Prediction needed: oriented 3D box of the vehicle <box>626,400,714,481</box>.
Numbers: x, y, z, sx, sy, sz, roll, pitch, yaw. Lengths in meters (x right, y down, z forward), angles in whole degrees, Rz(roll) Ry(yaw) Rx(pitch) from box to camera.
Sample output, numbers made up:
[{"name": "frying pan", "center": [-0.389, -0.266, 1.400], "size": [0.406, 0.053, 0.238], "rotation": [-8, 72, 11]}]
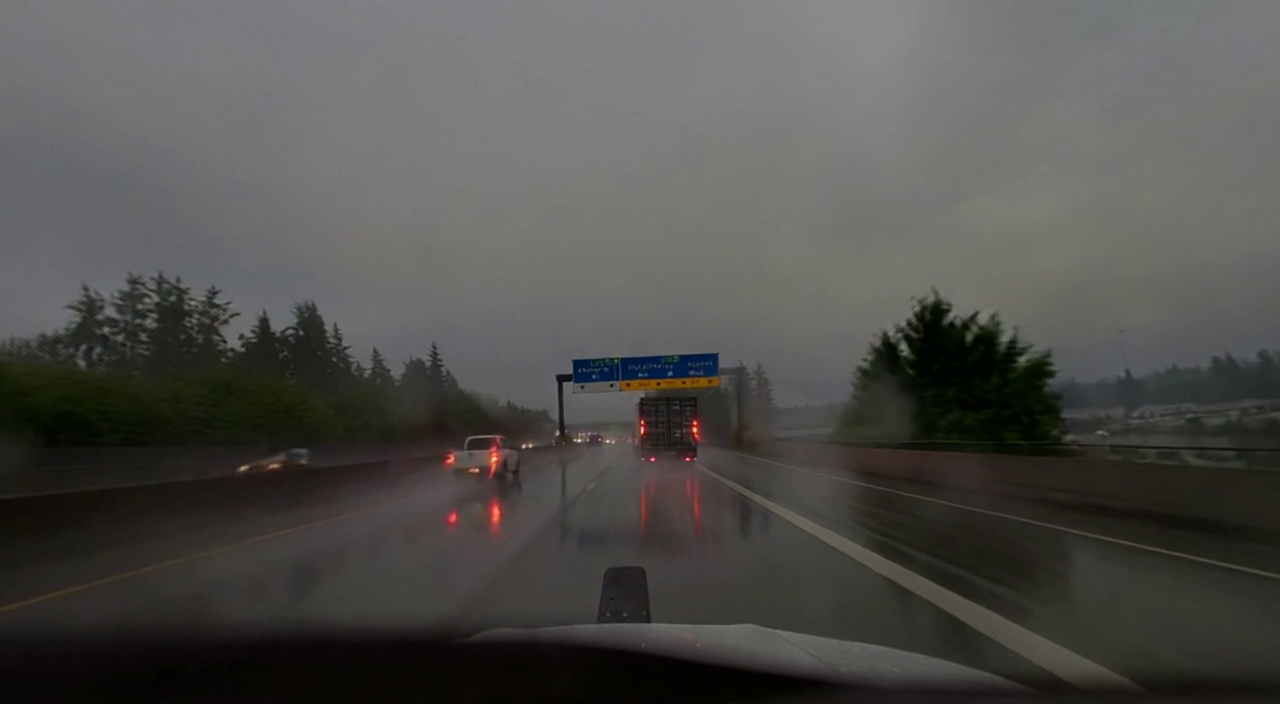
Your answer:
[{"name": "vehicle", "center": [0.853, 3.129, 22.240], "size": [2.677, 2.439, 6.402], "rotation": [0, -8, -1]}]

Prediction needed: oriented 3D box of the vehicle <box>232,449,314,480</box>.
[{"name": "vehicle", "center": [-19.640, 6.006, 33.917], "size": [1.867, 1.479, 4.361], "rotation": [0, -8, -1]}]
